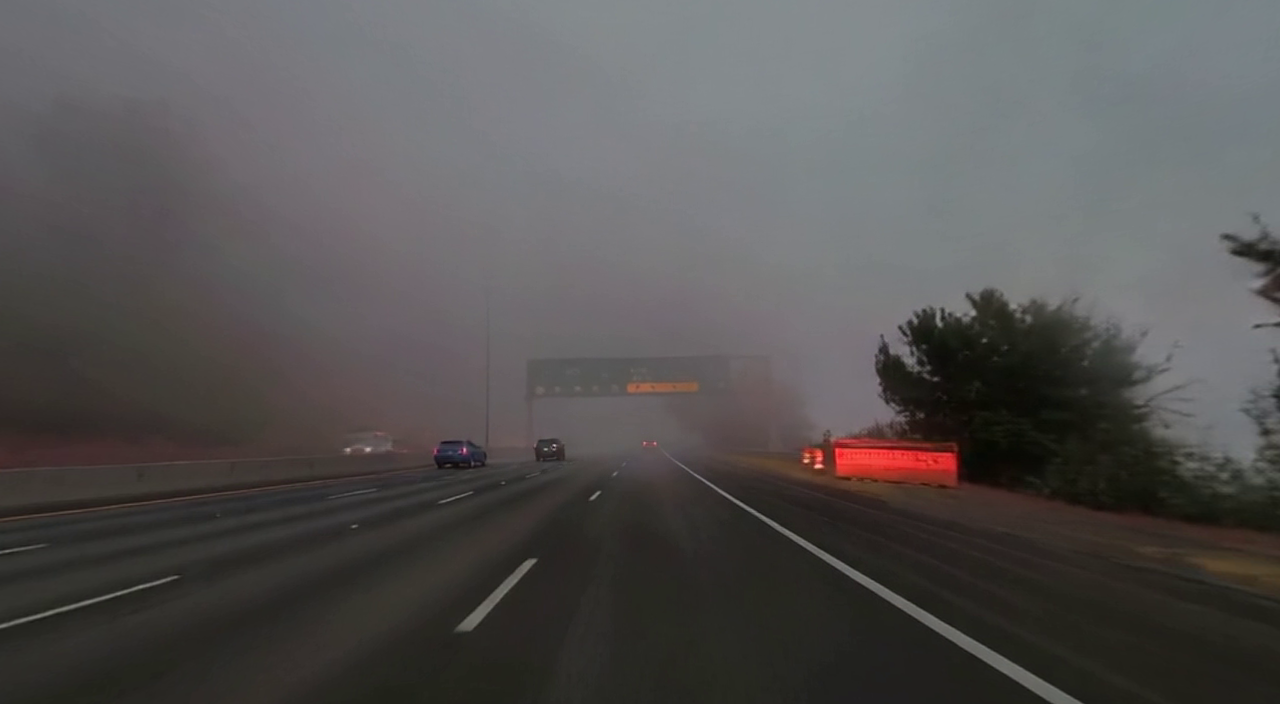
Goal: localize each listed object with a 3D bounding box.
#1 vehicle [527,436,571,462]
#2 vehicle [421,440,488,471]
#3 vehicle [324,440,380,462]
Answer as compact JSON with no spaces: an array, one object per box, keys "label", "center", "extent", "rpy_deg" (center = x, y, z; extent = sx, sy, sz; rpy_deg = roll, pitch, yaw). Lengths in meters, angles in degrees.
[{"label":"vehicle","center":[-6.396,6.908,44.946],"extent":[2.402,1.733,4.512],"rpy_deg":[0,-8,1]},{"label":"vehicle","center":[-9.697,5.464,33.336],"extent":[2.122,1.511,4.576],"rpy_deg":[0,-8,0]},{"label":"vehicle","center":[-22.289,7.697,48.945],"extent":[2.186,1.619,4.359],"rpy_deg":[0,-9,2]}]
